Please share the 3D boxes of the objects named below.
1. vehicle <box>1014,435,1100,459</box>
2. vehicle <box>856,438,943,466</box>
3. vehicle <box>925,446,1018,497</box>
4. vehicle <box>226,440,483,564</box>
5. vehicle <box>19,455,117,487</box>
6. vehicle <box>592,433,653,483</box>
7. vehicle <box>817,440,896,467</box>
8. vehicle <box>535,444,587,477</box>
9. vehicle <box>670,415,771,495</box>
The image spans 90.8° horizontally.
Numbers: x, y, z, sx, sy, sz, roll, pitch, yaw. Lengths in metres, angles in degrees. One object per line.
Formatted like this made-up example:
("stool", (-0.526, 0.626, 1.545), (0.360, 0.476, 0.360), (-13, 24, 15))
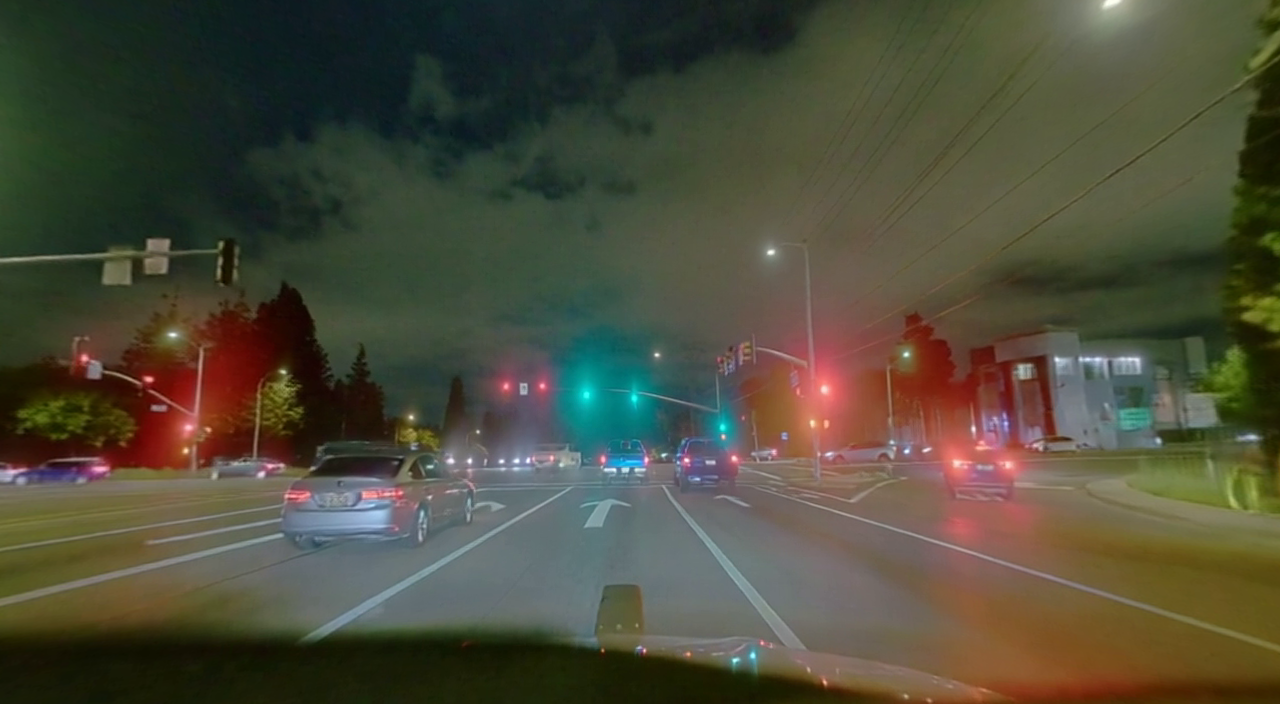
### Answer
("vehicle", (30.875, 7.062, 46.839), (4.848, 1.769, 2.301), (2, -9, -9))
("vehicle", (16.968, 6.536, 41.329), (4.782, 1.768, 2.152), (2, -9, -12))
("vehicle", (10.690, 3.828, 20.719), (2.212, 1.466, 4.126), (-4, -9, 21))
("vehicle", (-4.075, 2.186, 10.066), (1.939, 1.494, 4.499), (0, -9, 1))
("vehicle", (-33.395, 6.884, 36.900), (4.471, 1.721, 2.184), (-3, -9, 19))
("vehicle", (-0.723, 5.025, 30.325), (2.643, 2.145, 5.585), (0, -9, 1))
("vehicle", (14.997, 7.057, 43.937), (4.681, 1.756, 2.109), (2, -9, -10))
("vehicle", (-4.394, 6.124, 35.855), (2.273, 1.749, 4.385), (0, -9, 1))
("vehicle", (2.852, 3.968, 24.593), (2.905, 2.636, 6.895), (0, -9, -1))
